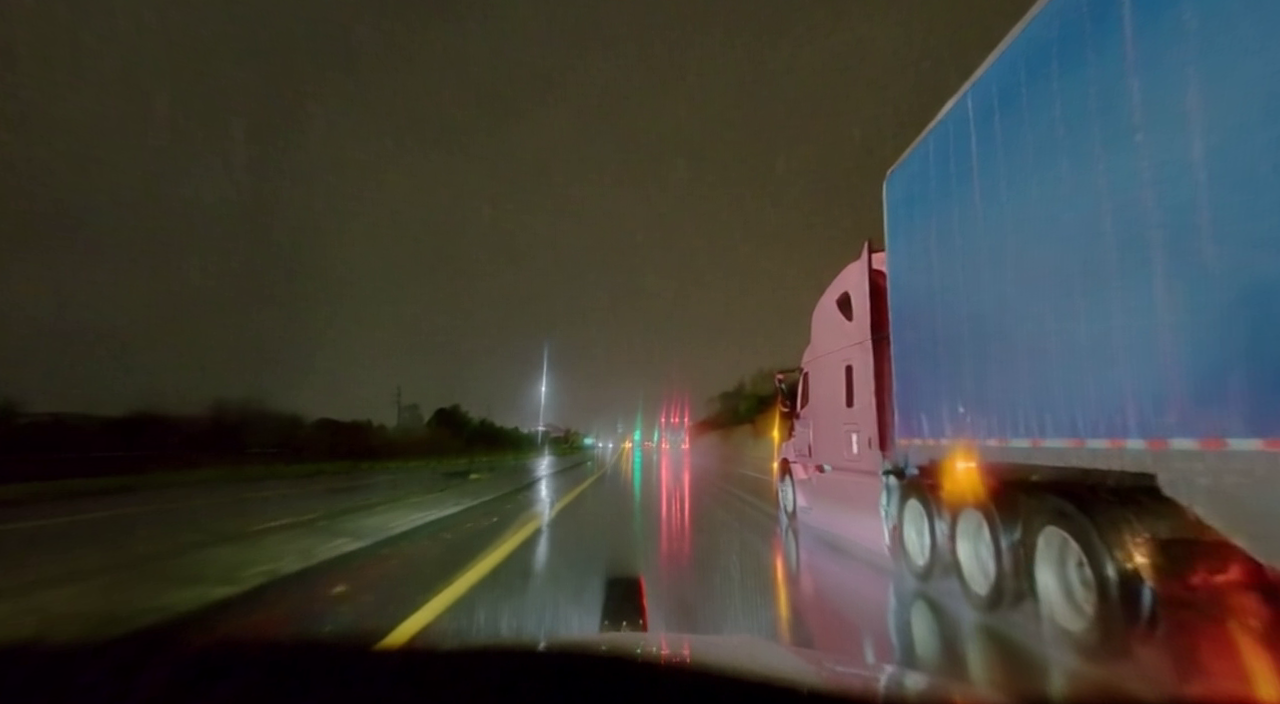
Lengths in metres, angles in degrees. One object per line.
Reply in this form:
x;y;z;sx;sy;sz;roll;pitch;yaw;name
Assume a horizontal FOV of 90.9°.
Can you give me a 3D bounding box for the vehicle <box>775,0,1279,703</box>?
4.043;0.299;6.814;3.080;4.016;9.760;0;-8;1;vehicle
